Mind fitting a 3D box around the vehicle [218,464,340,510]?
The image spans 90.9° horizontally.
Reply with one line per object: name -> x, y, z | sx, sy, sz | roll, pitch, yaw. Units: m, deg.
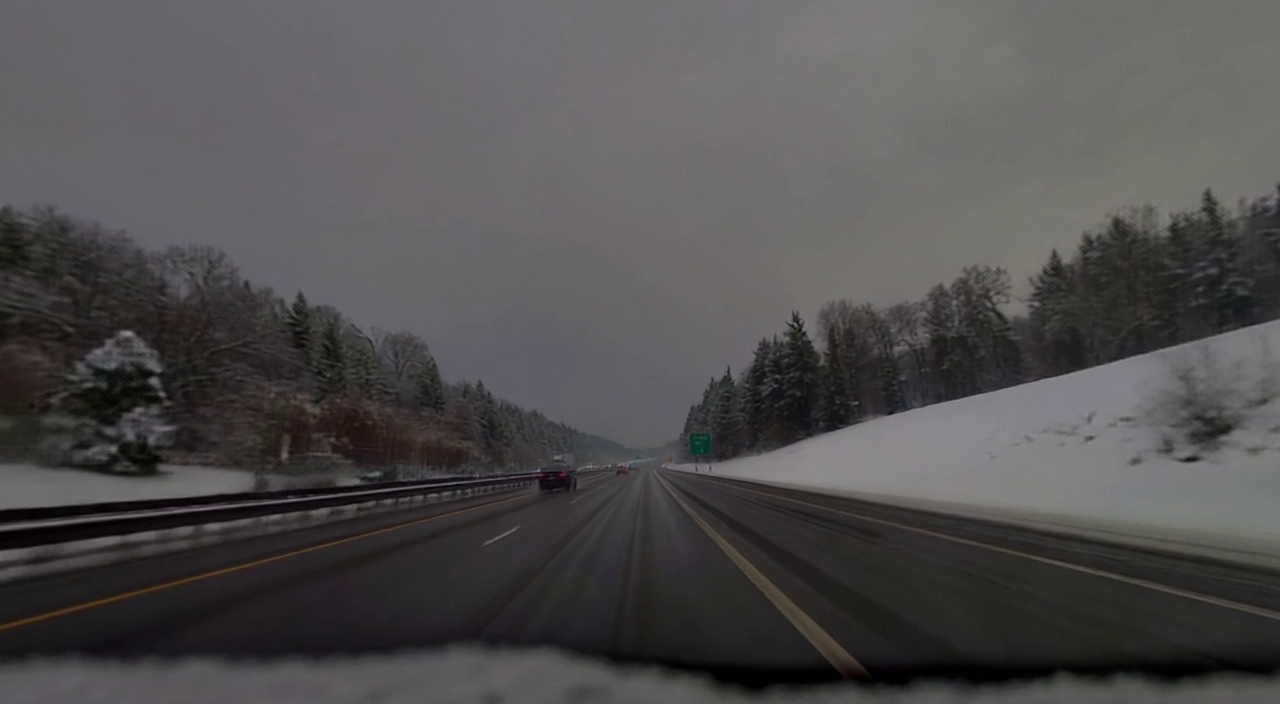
vehicle -> -12.722, 4.756, 22.542 | 1.869, 1.453, 4.165 | 1, -10, 0

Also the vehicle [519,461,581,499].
vehicle -> -3.837, 5.570, 27.579 | 2.043, 1.486, 4.442 | 1, -10, 0

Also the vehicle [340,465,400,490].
vehicle -> -17.167, 7.995, 40.291 | 1.867, 1.503, 4.432 | 1, -10, 0
